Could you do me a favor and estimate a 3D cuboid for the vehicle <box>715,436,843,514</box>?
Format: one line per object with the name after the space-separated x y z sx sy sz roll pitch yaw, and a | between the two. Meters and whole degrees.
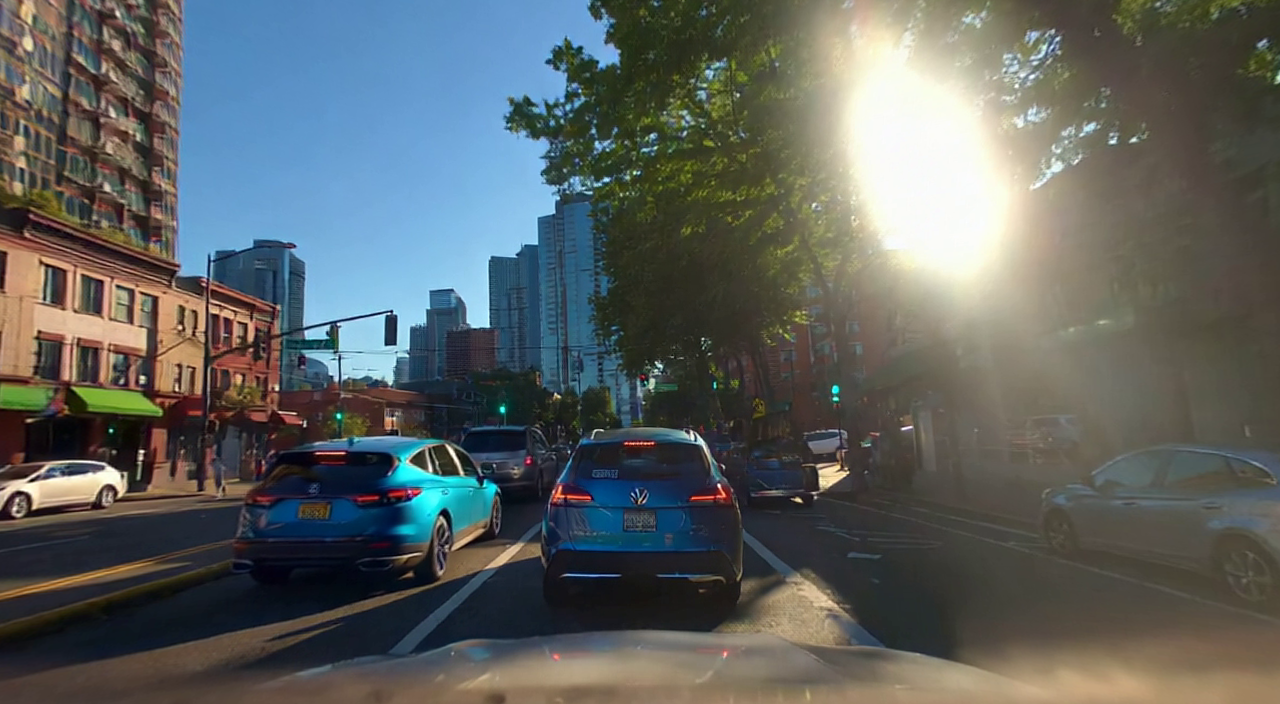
2.986 2.736 14.497 2.018 1.529 3.880 0 -9 0 | vehicle

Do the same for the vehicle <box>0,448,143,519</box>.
-16.238 3.444 17.007 1.914 1.690 4.461 0 -9 1 | vehicle

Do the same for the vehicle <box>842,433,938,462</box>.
16.357 6.272 41.512 5.345 1.811 2.175 0 -9 -1 | vehicle

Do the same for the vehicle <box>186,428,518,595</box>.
-3.006 1.755 7.805 2.131 1.486 4.089 0 -9 1 | vehicle

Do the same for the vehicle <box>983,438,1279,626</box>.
5.964 1.702 6.879 1.873 1.453 4.579 0 -9 0 | vehicle

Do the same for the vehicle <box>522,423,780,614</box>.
0.081 1.586 6.826 2.022 1.481 3.564 0 -9 0 | vehicle
